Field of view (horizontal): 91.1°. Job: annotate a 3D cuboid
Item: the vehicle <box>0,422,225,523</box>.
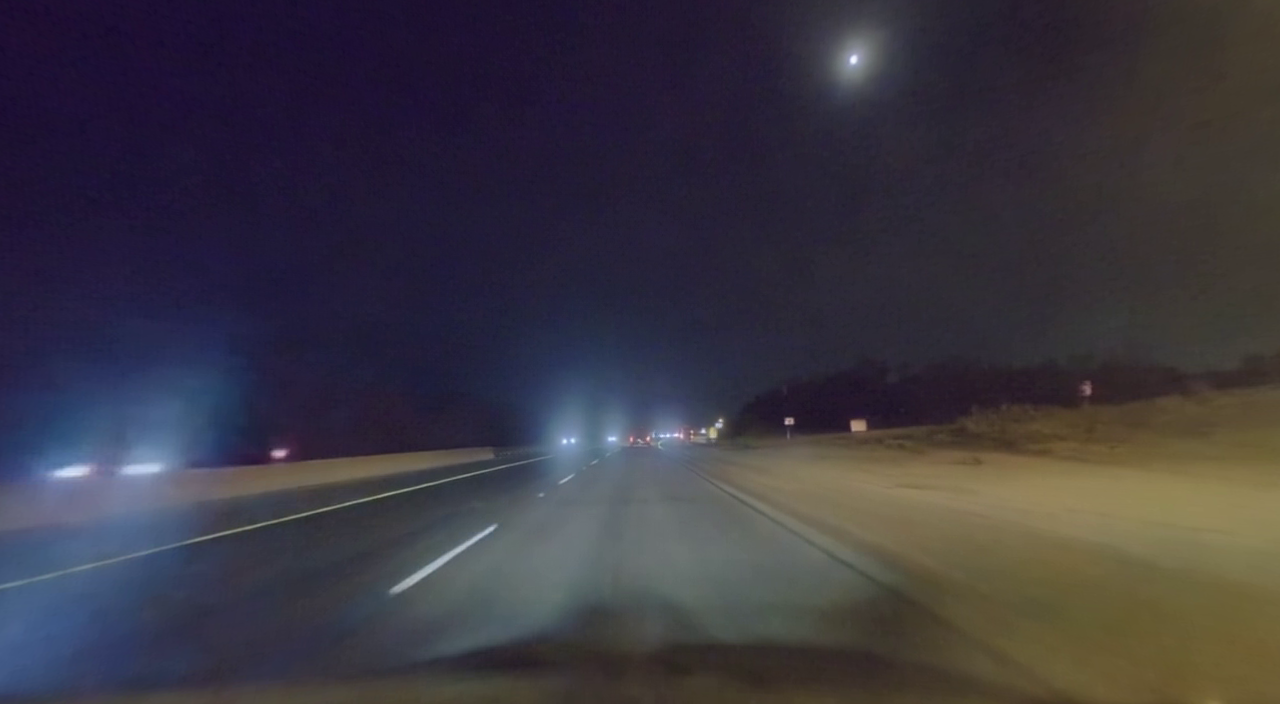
[{"bbox_3d":[-11.130,2.321,12.826,2.008,1.649,4.942,0,-8,-1],"label":"vehicle"}]
